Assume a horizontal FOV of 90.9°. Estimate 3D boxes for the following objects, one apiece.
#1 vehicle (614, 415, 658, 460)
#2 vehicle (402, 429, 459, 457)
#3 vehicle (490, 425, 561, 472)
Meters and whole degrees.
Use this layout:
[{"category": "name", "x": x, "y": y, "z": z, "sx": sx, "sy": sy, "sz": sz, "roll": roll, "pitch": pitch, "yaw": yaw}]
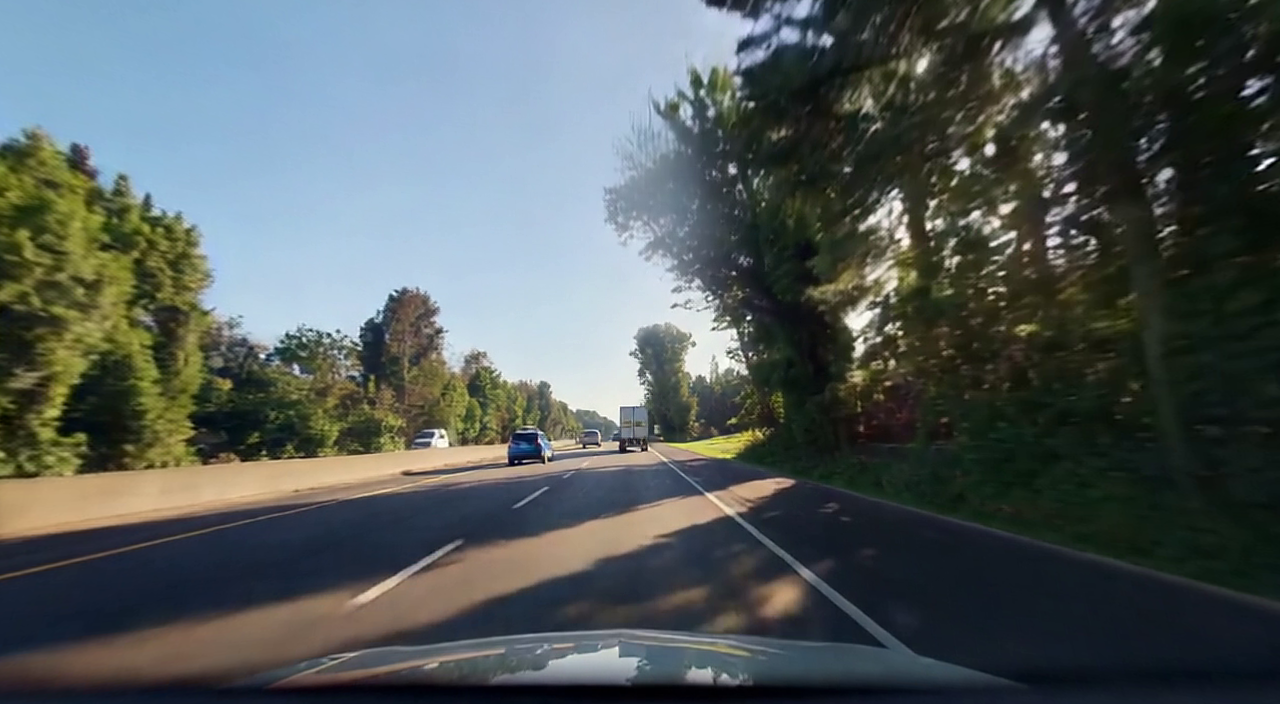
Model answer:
[{"category": "vehicle", "x": -0.273, "y": 5.180, "z": 38.327, "sx": 2.526, "sy": 2.531, "sz": 5.026, "roll": 0, "pitch": -8, "yaw": -1}, {"category": "vehicle", "x": -13.538, "y": 5.899, "z": 40.996, "sx": 2.137, "sy": 1.726, "sz": 4.503, "roll": 0, "pitch": -8, "yaw": 0}, {"category": "vehicle", "x": -4.452, "y": 3.819, "z": 25.163, "sx": 2.049, "sy": 1.726, "sz": 4.291, "roll": 0, "pitch": -8, "yaw": 0}]
